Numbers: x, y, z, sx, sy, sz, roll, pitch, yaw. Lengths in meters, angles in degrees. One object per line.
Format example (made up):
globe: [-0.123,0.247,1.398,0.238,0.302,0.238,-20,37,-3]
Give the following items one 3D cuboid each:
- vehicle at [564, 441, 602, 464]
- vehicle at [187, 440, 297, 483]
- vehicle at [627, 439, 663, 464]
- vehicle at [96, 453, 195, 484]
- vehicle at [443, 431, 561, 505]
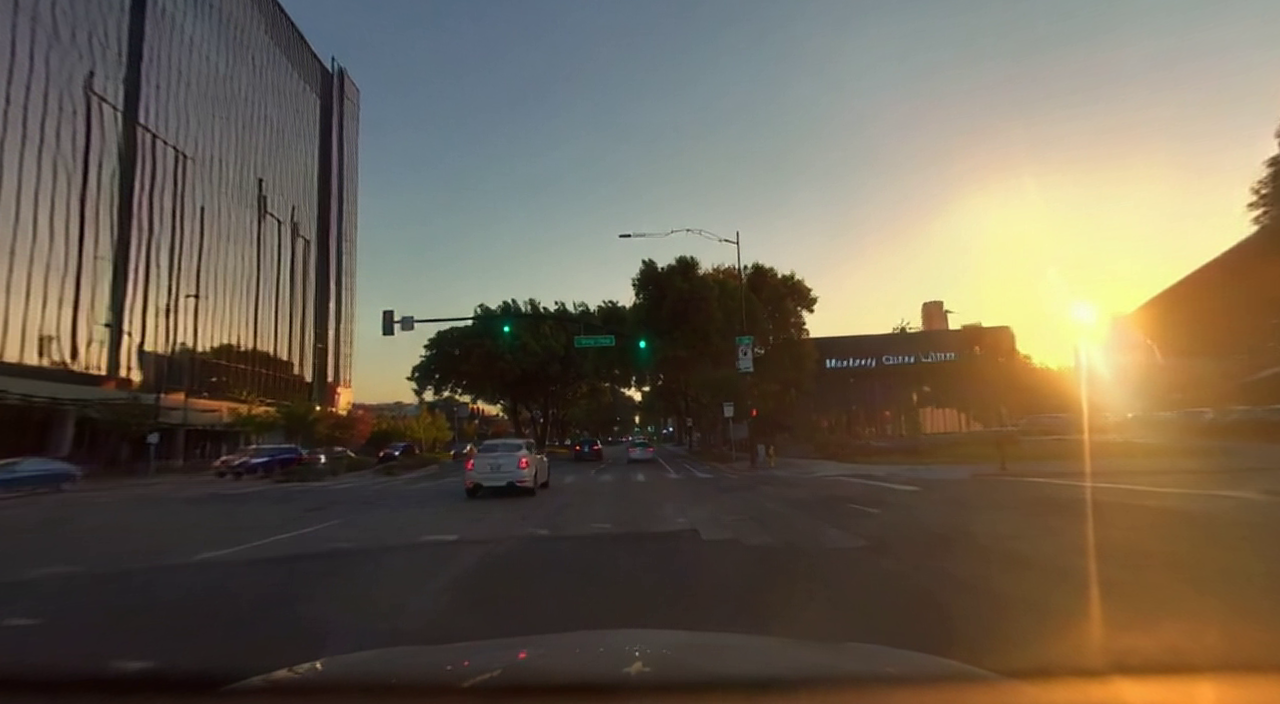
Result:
vehicle: [-3.692,6.579,41.714,2.088,1.430,4.482,0,-8,0]
vehicle: [-17.255,4.742,27.693,1.926,1.711,4.516,0,-8,-1]
vehicle: [0.300,6.123,39.126,2.102,1.482,4.125,0,-8,0]
vehicle: [-26.745,6.301,34.403,1.853,1.467,4.380,0,-8,0]
vehicle: [-3.180,2.737,15.378,1.983,1.545,3.773,0,-8,0]
